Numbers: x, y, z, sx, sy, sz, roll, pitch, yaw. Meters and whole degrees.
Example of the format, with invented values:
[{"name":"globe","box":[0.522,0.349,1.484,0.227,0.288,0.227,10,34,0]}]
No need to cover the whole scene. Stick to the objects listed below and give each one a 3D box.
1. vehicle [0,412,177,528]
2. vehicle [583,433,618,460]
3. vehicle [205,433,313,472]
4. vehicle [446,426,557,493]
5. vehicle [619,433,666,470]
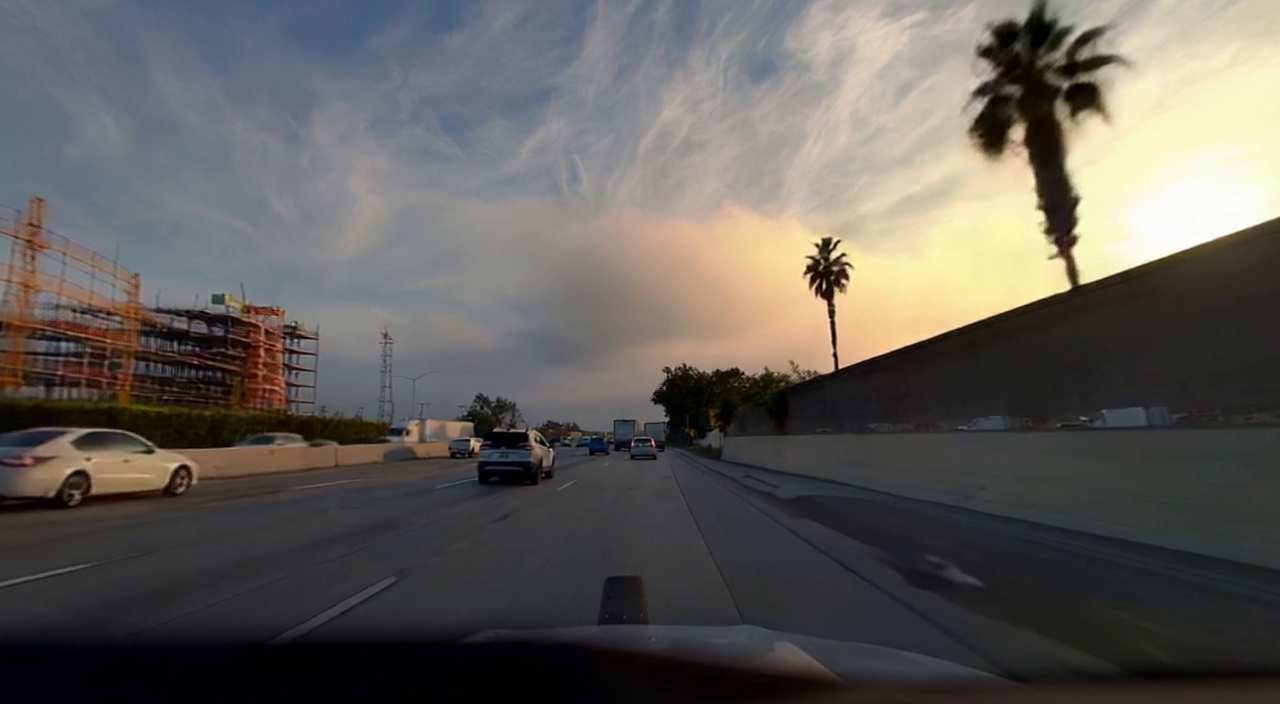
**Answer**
[{"name":"vehicle","box":[-11.070,2.054,11.276,2.007,1.815,4.558,-1,-8,1]},{"name":"vehicle","box":[-3.042,7.356,49.317,2.203,1.958,4.848,-1,-8,3]},{"name":"vehicle","box":[-17.456,4.599,29.215,2.045,1.637,4.560,-1,-8,2]},{"name":"vehicle","box":[-3.941,3.147,18.862,2.108,1.740,4.549,-1,-8,2]},{"name":"vehicle","box":[0.177,4.850,31.042,2.136,1.678,4.052,-1,-8,2]}]
